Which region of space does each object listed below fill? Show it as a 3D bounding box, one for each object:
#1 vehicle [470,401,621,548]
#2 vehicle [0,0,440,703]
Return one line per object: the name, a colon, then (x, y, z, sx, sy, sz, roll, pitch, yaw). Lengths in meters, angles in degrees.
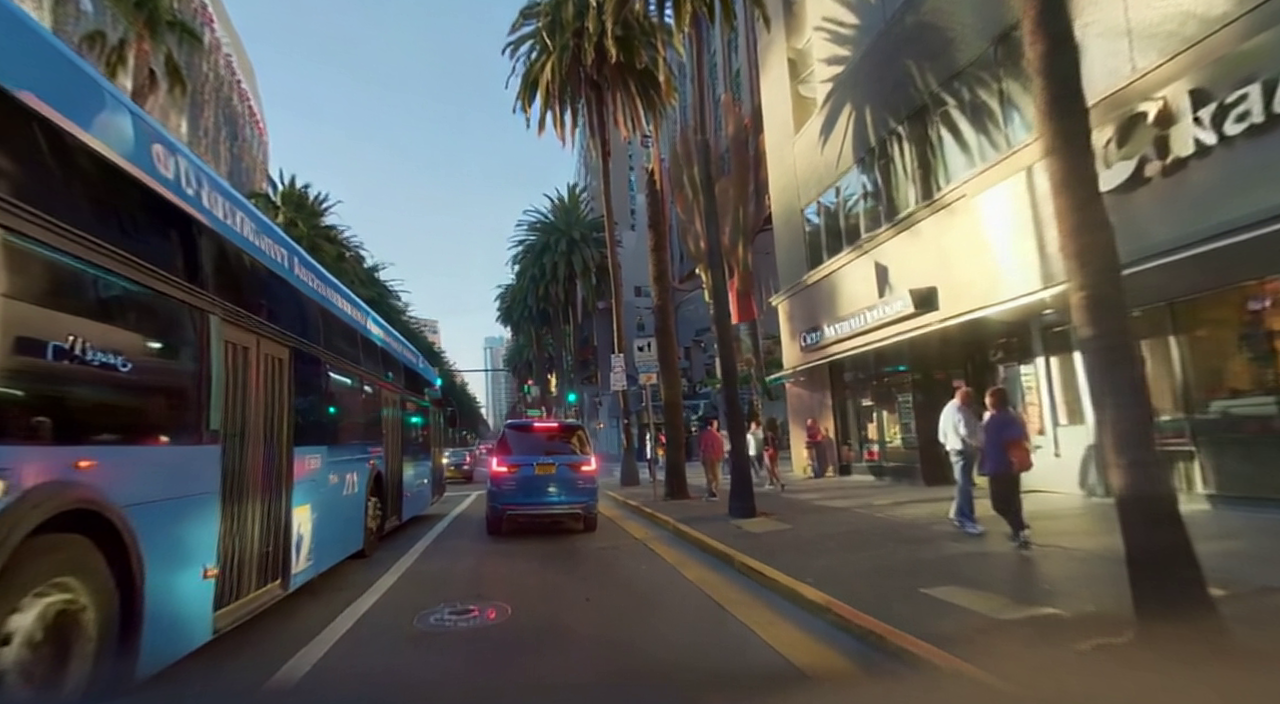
vehicle: (-1.750, 1.939, 10.622, 2.002, 1.907, 4.211, 2, -9, -14)
vehicle: (-4.376, 0.596, 6.049, 2.863, 3.233, 11.573, 1, -9, -9)
